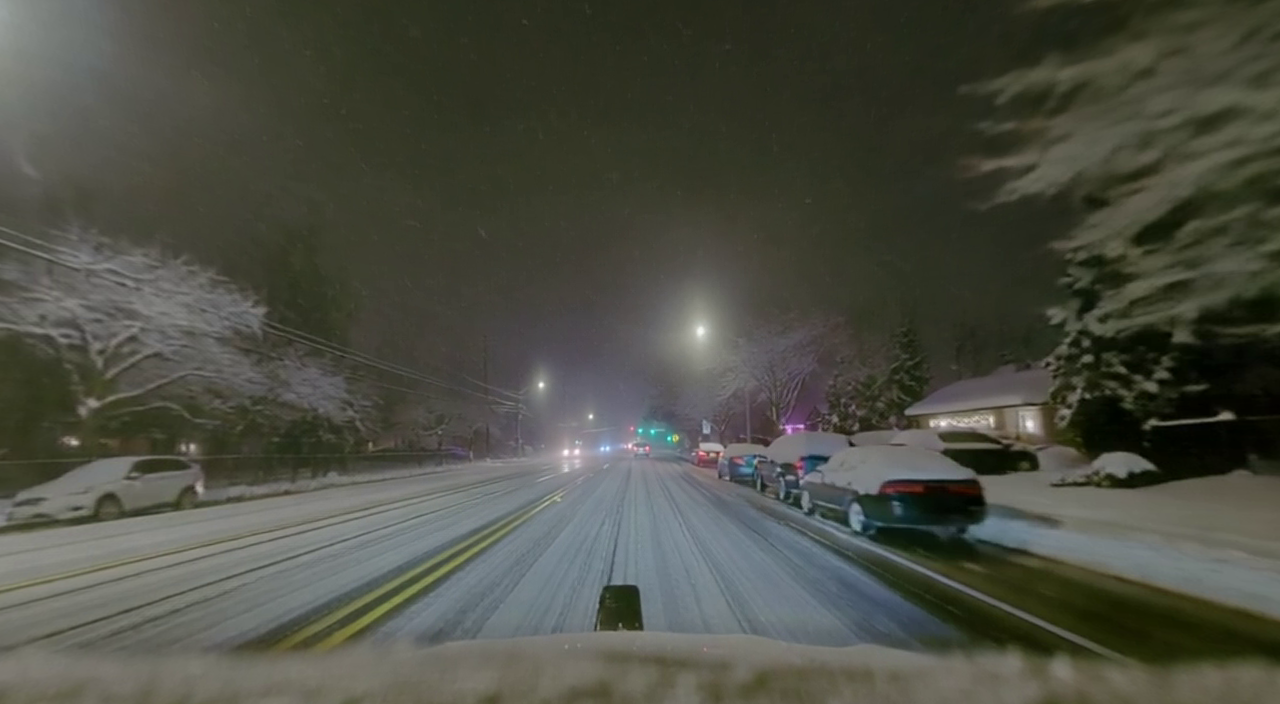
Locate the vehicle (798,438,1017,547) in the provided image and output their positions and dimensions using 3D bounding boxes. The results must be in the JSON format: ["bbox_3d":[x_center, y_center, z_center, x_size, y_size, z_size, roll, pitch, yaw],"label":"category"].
[{"bbox_3d":[4.311,2.299,11.053,1.918,1.510,4.323,0,-8,0],"label":"vehicle"}]

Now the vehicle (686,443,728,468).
[{"bbox_3d":[4.394,6.899,42.356,2.154,1.550,5.785,0,-8,0],"label":"vehicle"}]

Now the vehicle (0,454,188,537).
[{"bbox_3d":[-12.989,3.299,14.942,1.879,1.491,3.678,-3,-7,-2],"label":"vehicle"}]
